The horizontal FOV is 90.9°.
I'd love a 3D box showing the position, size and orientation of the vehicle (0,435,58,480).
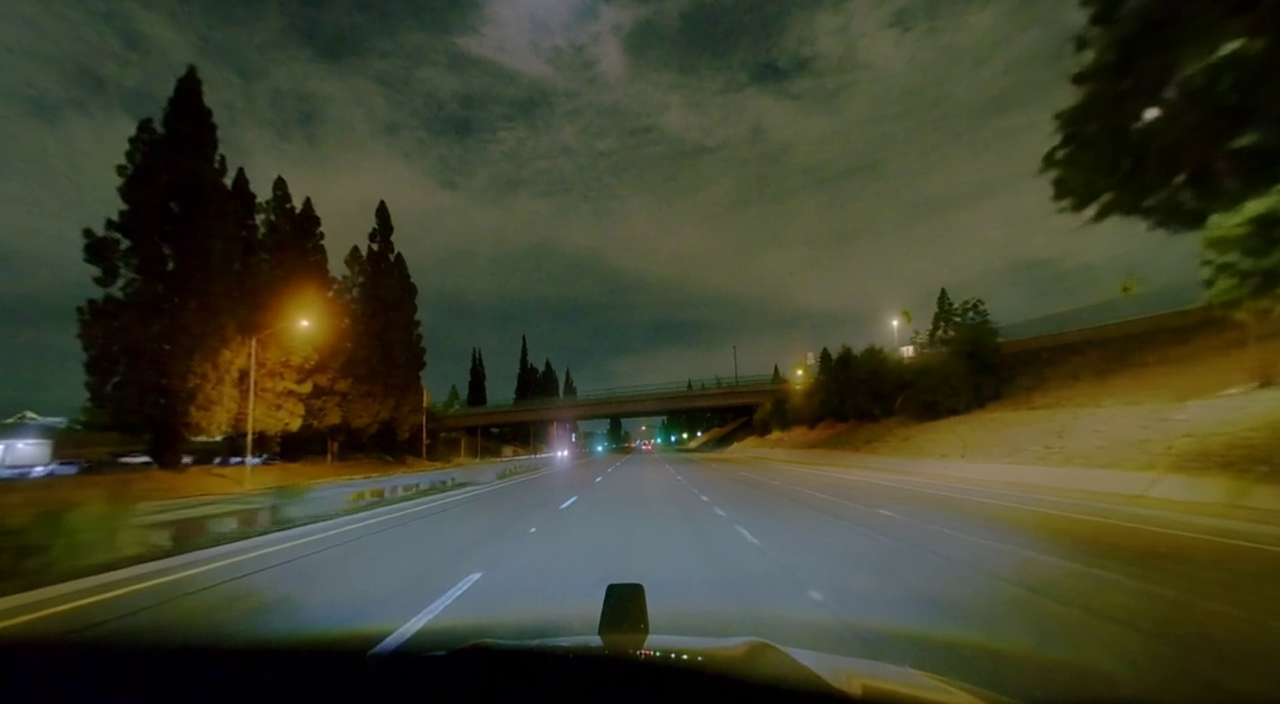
[{"bbox_3d":[-48.786,8.224,49.396,7.952,3.263,2.871,-7,-10,36],"label":"vehicle"}]
